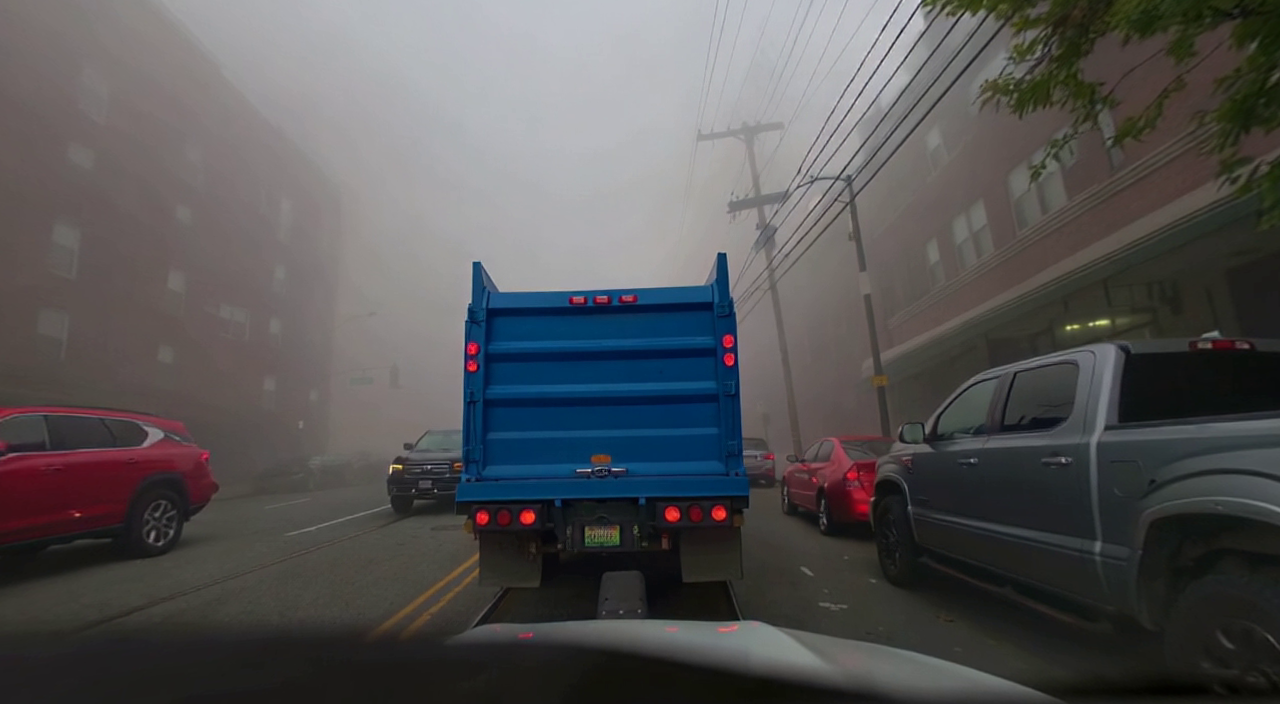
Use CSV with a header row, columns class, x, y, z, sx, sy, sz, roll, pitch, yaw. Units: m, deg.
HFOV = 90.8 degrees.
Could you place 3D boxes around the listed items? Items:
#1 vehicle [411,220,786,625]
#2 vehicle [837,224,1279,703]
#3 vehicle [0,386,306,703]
class,x,y,z,sx,sy,sz,roll,pitch,yaw
vehicle,-0.224,1.101,9.146,2.878,3.204,8.244,0,-8,1
vehicle,3.236,0.845,3.864,2.242,1.979,5.722,0,-8,1
vehicle,-4.115,1.078,3.559,1.988,1.657,4.492,0,-8,0
